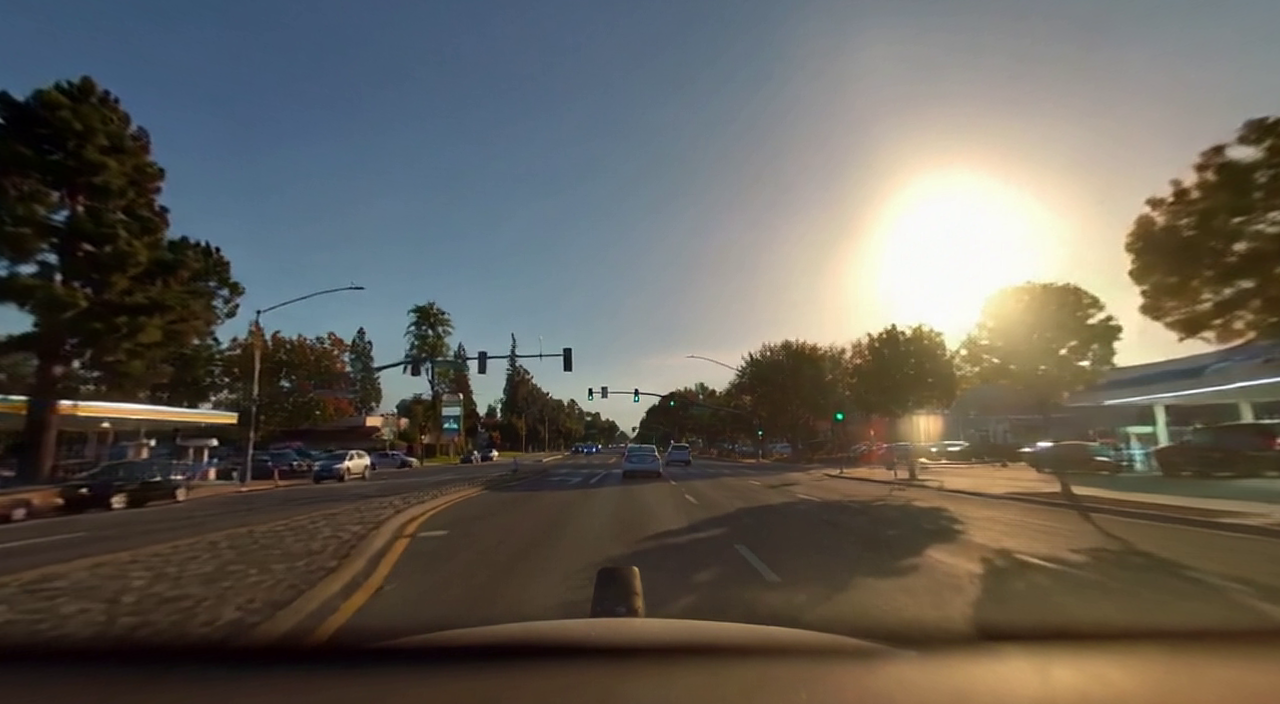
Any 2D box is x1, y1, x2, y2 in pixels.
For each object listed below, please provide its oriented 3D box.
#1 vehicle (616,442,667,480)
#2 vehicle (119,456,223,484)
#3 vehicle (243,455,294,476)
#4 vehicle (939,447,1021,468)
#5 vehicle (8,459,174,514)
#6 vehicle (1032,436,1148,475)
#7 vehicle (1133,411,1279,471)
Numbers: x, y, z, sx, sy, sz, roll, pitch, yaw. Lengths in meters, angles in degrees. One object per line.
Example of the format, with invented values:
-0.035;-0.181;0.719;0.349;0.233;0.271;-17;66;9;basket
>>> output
0.050;4.852;28.306;2.145;1.572;4.021;0;-9;0;vehicle
-28.133;7.035;37.900;1.938;1.462;4.510;-5;-10;29;vehicle
-28.818;8.724;48.734;4.436;1.464;1.999;-8;-11;41;vehicle
24.751;7.686;45.890;4.788;1.481;1.959;0;-9;1;vehicle
-19.039;4.647;22.160;1.920;1.638;4.299;0;-9;0;vehicle
20.394;4.724;28.844;1.950;1.519;4.860;-4;-9;5;vehicle
20.626;3.108;21.780;2.254;1.804;5.953;0;-9;-1;vehicle
